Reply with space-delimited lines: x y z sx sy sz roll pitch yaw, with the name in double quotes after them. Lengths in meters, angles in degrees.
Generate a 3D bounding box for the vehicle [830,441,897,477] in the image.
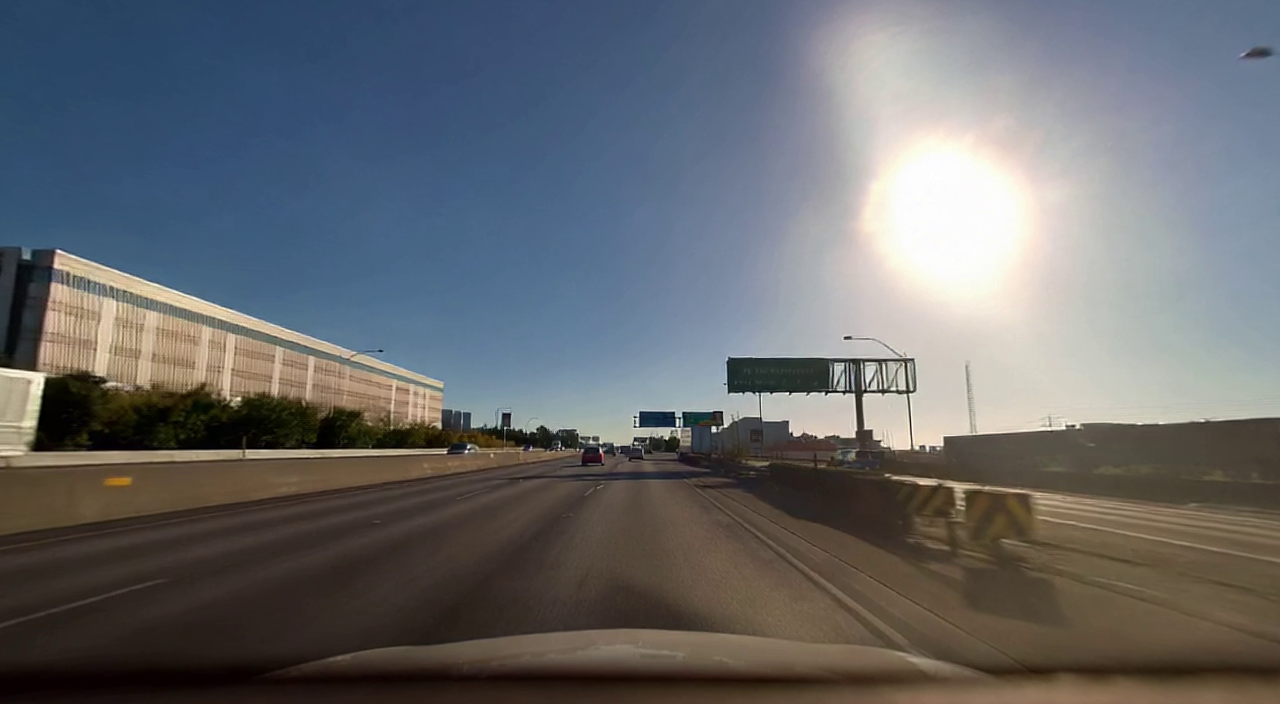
15.666 7.522 44.591 2.411 2.326 5.300 1 -9 -4 "vehicle"
